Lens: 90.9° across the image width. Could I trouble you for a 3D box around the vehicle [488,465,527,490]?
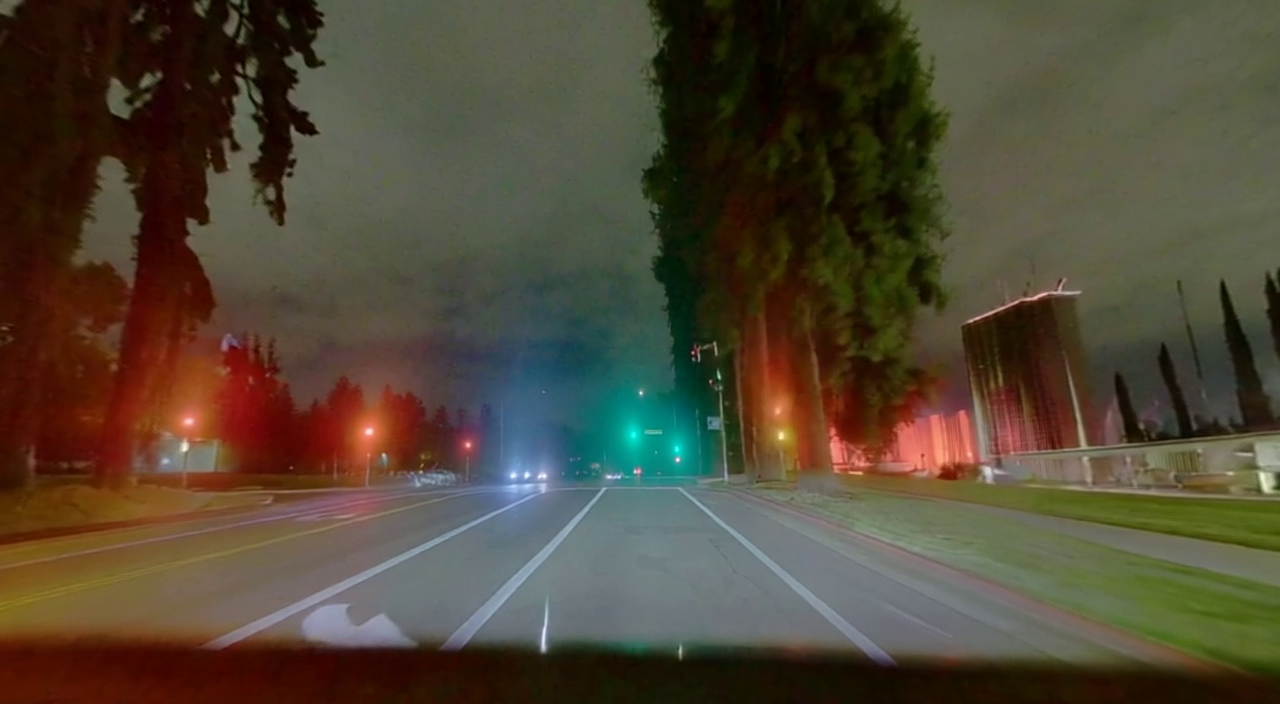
[{"bbox_3d":[-9.598,9.118,46.010,1.977,1.633,4.528,0,-8,-1],"label":"vehicle"}]
